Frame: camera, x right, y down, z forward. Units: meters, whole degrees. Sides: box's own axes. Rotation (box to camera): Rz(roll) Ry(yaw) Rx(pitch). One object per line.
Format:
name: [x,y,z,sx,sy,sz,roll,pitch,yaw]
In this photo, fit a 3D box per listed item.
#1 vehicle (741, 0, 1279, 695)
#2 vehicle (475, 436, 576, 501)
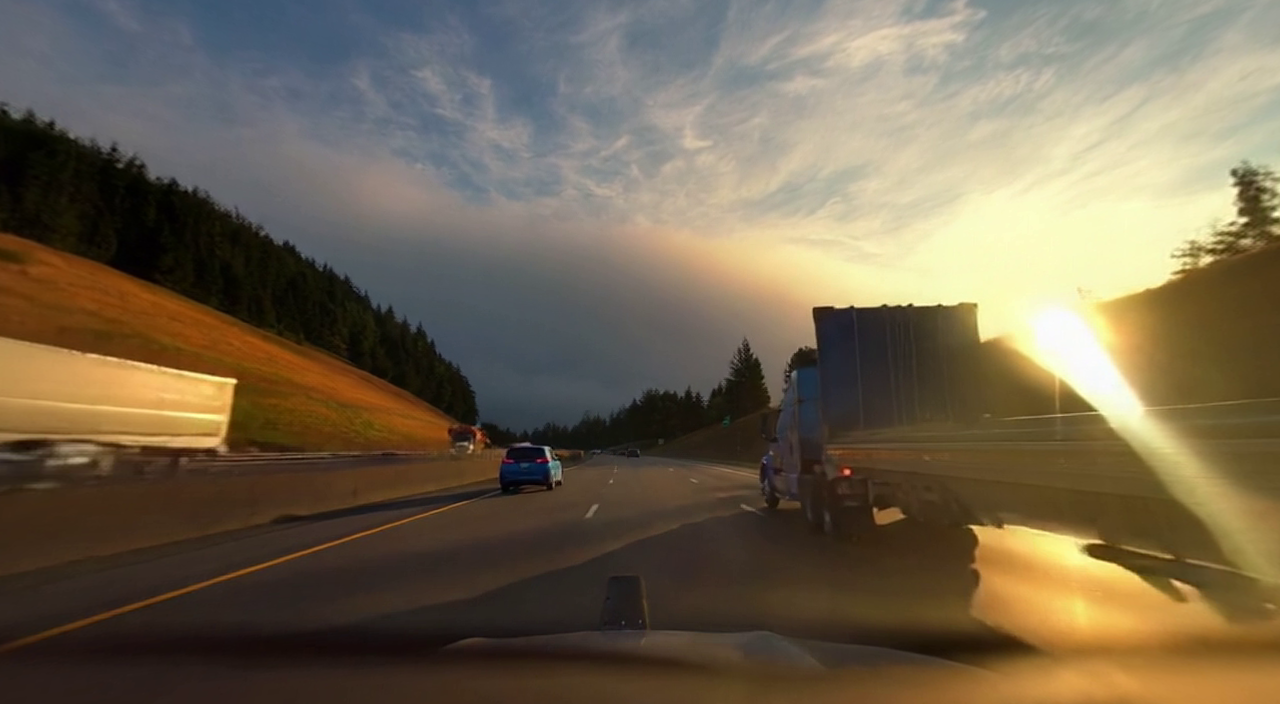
vehicle: [4.502,0.174,7.964,3.532,4.201,17.611,0,-9,0]
vehicle: [-3.217,3.391,18.634,2.115,1.670,4.261,0,-9,1]
